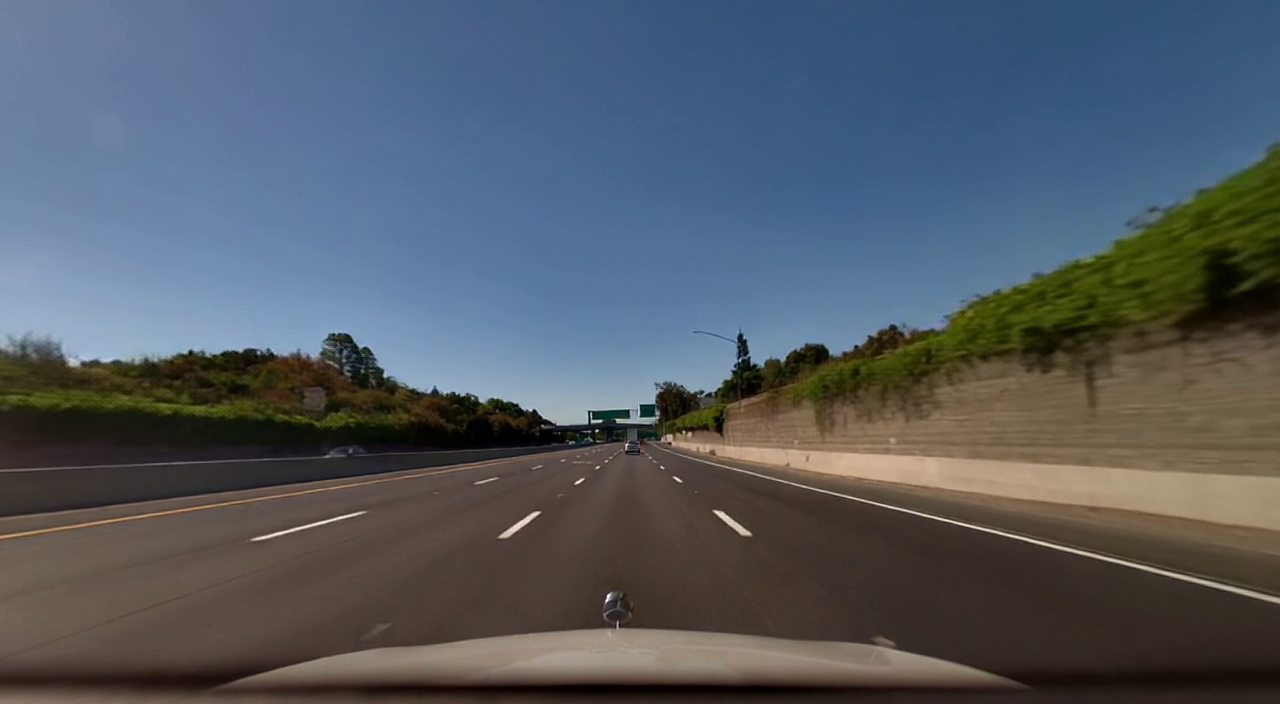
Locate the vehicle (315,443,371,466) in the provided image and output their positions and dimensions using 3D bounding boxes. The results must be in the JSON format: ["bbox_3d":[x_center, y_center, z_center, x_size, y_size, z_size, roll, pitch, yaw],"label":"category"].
[{"bbox_3d":[-21.602,7.447,46.199,1.964,1.571,4.370,0,-8,0],"label":"vehicle"}]
